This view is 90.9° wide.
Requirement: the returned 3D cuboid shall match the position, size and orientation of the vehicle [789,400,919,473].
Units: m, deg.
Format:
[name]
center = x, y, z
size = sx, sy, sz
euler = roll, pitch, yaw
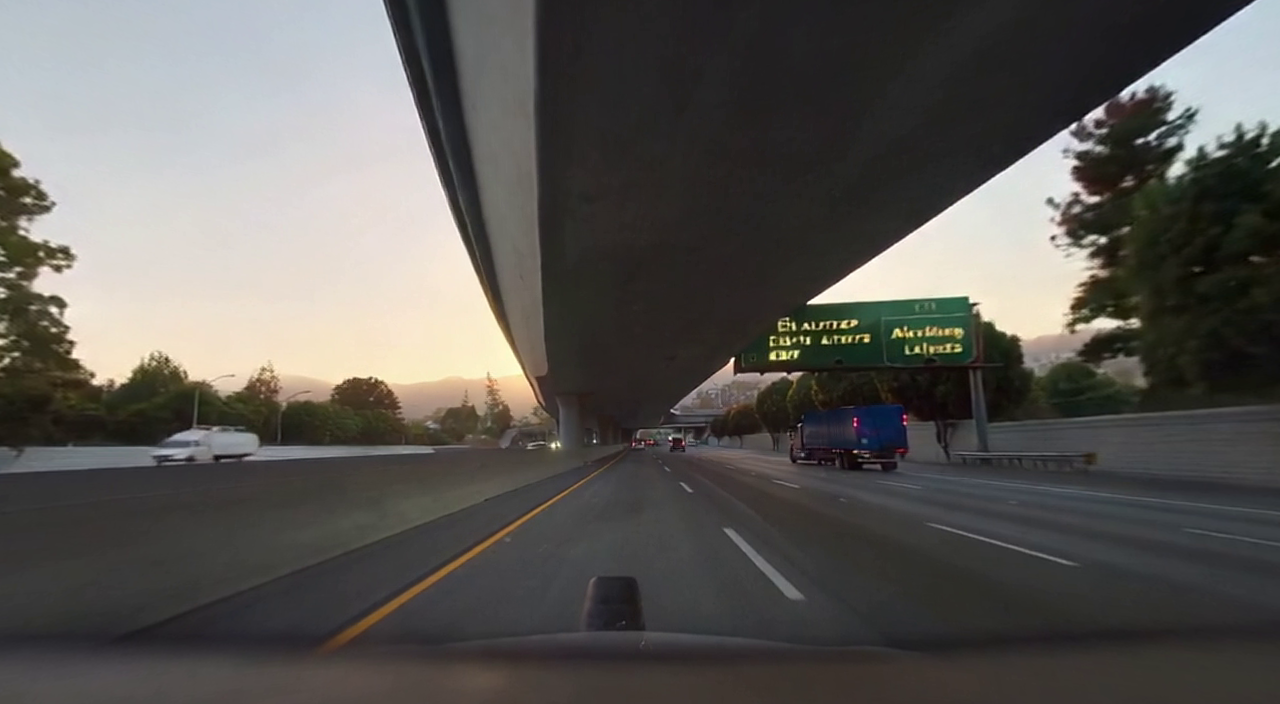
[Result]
[vehicle]
center = 10.865, 4.562, 33.655
size = 2.960, 3.207, 10.950
euler = 0, -8, -1
